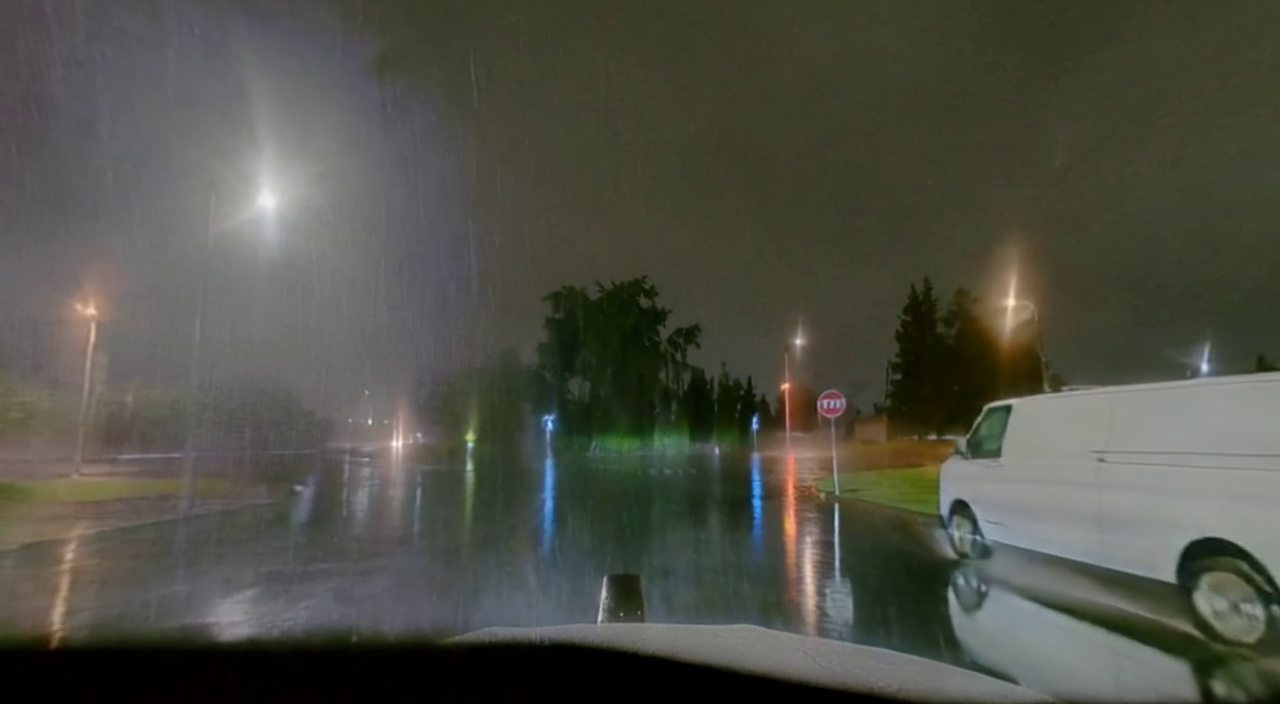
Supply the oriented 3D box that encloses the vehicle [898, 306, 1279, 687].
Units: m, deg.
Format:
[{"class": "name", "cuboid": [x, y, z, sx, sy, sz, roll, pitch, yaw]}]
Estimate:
[{"class": "vehicle", "cuboid": [5.016, 1.106, 5.470, 2.659, 2.245, 5.991, 1, -8, -4]}]
